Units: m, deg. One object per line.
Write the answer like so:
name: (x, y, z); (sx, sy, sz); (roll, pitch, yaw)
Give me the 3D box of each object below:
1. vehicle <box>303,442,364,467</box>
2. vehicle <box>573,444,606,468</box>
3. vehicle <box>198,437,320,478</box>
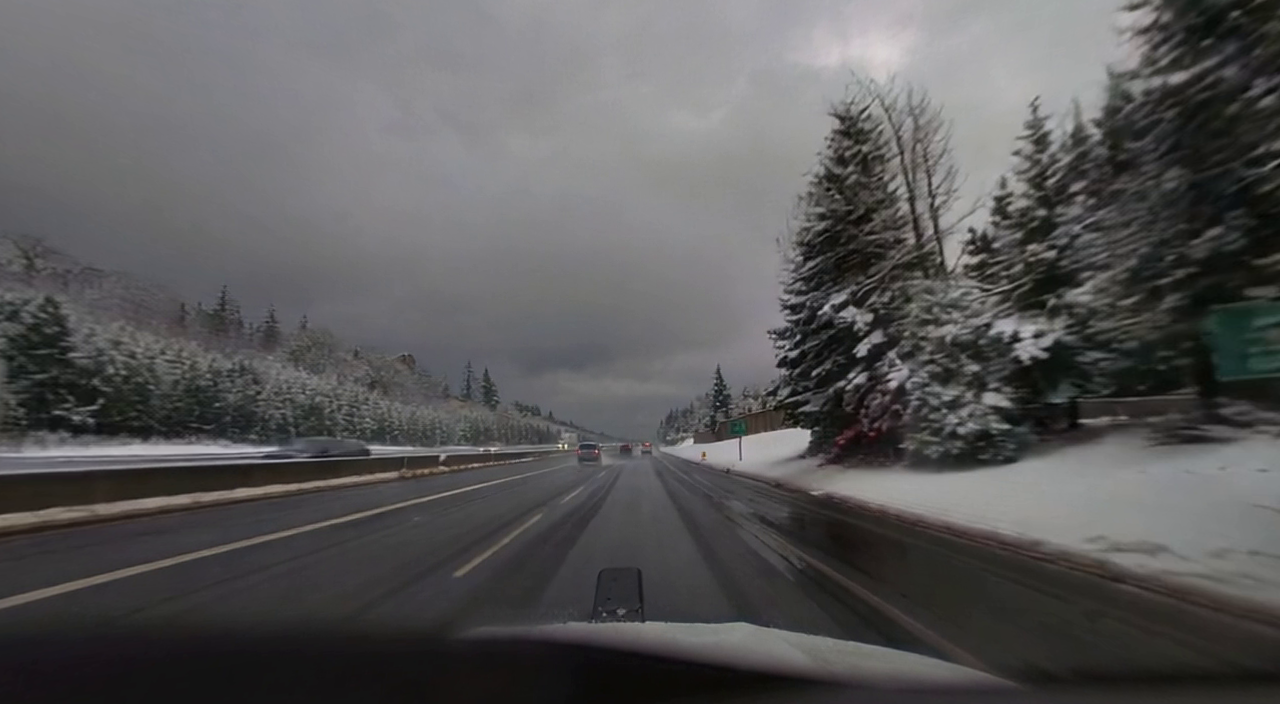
vehicle: (-18.621, 6.255, 38.509); (1.779, 1.449, 3.824); (0, -9, 0)
vehicle: (-3.486, 7.246, 44.032); (1.921, 1.536, 3.920); (0, -9, 0)
vehicle: (-15.080, 4.206, 25.355); (2.021, 1.462, 4.592); (0, -9, 0)
